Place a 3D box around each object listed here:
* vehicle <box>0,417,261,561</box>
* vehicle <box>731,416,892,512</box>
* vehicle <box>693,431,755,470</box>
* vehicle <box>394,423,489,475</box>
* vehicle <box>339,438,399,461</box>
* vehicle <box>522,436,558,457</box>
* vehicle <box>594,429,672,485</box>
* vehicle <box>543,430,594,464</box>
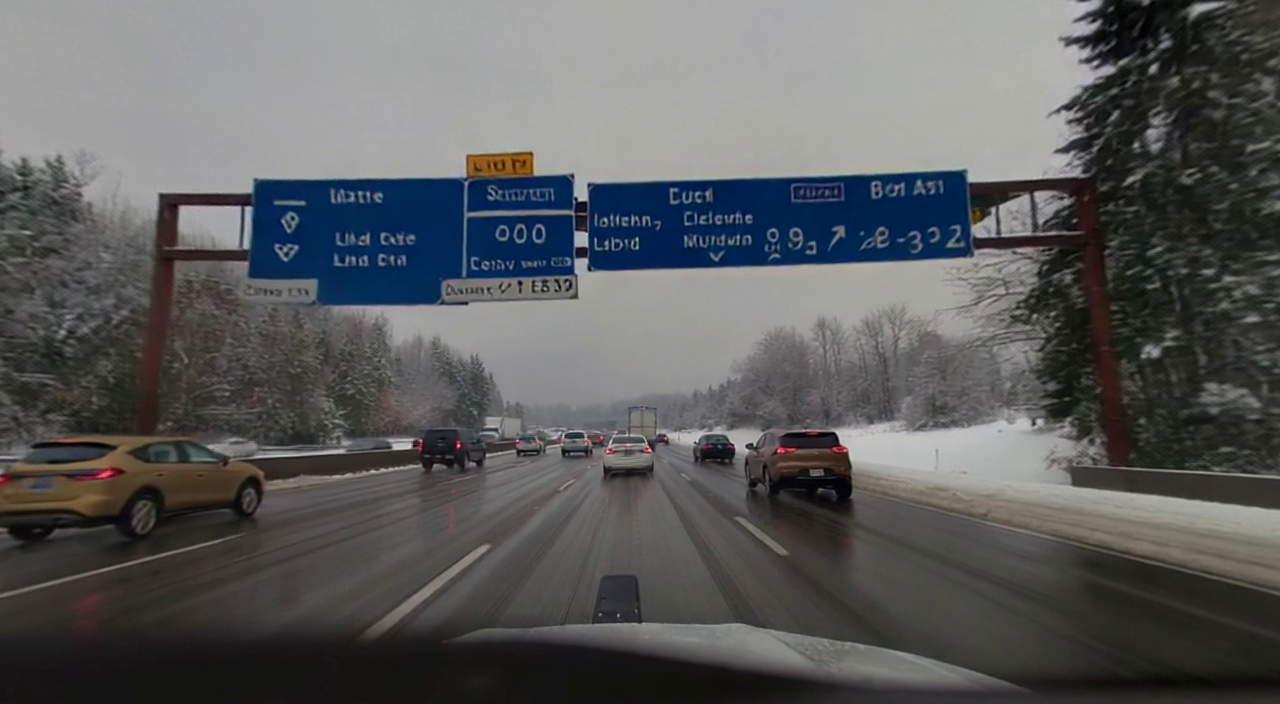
[{"bbox_3d":[-7.489,1.740,8.749,1.934,1.526,3.966,0,-8,0],"label":"vehicle"},{"bbox_3d":[3.327,2.263,13.250,2.095,1.650,4.331,0,-8,-1],"label":"vehicle"},{"bbox_3d":[3.447,4.158,26.765,1.972,1.516,4.514,0,-8,-1],"label":"vehicle"},{"bbox_3d":[-7.533,3.728,24.437,2.117,1.779,4.745,0,-8,1],"label":"vehicle"},{"bbox_3d":[-19.013,6.851,44.338,1.995,1.529,5.004,0,-8,0],"label":"vehicle"},{"bbox_3d":[-7.147,6.776,45.346,1.896,1.429,4.348,0,-8,0],"label":"vehicle"},{"bbox_3d":[-0.208,3.138,19.177,2.111,1.494,4.364,0,-8,0],"label":"vehicle"},{"bbox_3d":[-3.626,4.928,32.801,2.064,1.672,4.277,0,-8,1],"label":"vehicle"}]
